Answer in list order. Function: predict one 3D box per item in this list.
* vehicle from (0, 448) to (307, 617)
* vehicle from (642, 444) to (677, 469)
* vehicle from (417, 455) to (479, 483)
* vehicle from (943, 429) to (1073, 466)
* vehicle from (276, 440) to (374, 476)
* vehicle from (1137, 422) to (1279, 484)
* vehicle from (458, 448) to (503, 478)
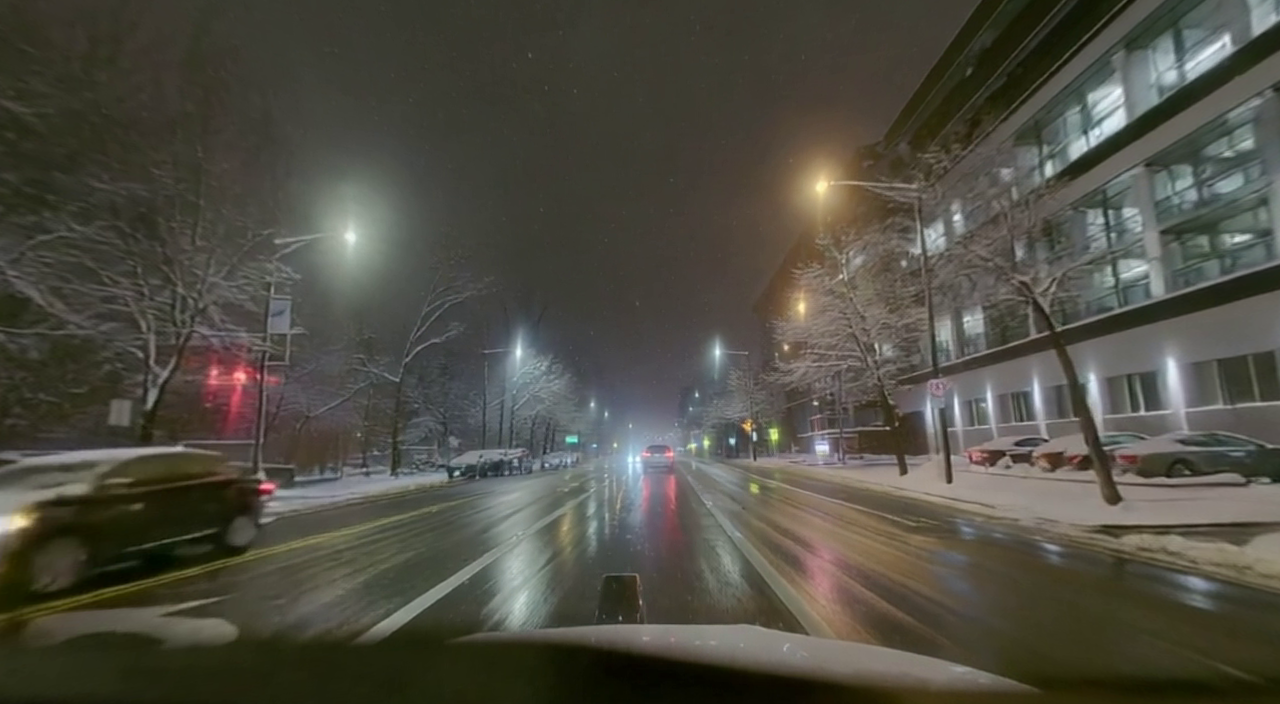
[{"bbox_3d":[-6.398,1.939,7.851,1.993,1.463,4.265,-1,-8,3],"label":"vehicle"},{"bbox_3d":[1.216,6.468,39.237,2.051,1.454,4.132,0,-8,2],"label":"vehicle"},{"bbox_3d":[-11.404,6.985,37.886,2.079,1.406,4.609,-1,-8,4],"label":"vehicle"},{"bbox_3d":[16.286,4.258,28.138,4.540,1.547,1.841,-1,-8,4],"label":"vehicle"},{"bbox_3d":[-20.898,7.060,42.044,5.470,1.945,2.151,-4,-9,3],"label":"vehicle"},{"bbox_3d":[16.037,2.645,16.856,3.922,1.420,1.784,-3,-9,1],"label":"vehicle"},{"bbox_3d":[-10.943,7.611,43.642,1.961,1.829,4.761,-1,-8,-1],"label":"vehicle"}]
